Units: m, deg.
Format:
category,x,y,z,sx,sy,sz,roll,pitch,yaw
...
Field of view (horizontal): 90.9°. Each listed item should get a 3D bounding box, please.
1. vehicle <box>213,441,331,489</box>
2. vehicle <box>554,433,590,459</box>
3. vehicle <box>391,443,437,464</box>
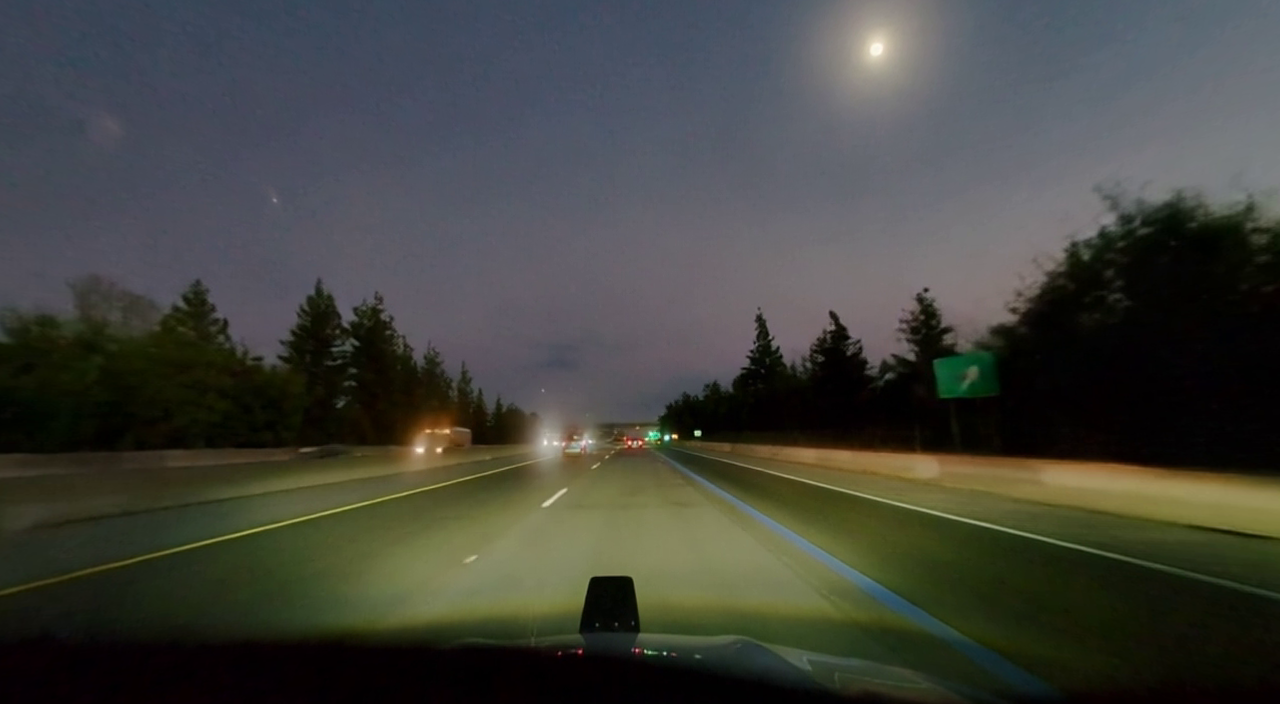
category,x,y,z,sx,sy,sz,roll,pitch,yaw
vehicle,-12.335,3.776,21.426,1.760,1.434,3.811,0,-8,-2
vehicle,-4.522,6.330,42.660,2.003,1.626,4.256,0,-8,0
vehicle,-16.763,7.524,47.006,1.800,1.475,4.489,0,-8,0
